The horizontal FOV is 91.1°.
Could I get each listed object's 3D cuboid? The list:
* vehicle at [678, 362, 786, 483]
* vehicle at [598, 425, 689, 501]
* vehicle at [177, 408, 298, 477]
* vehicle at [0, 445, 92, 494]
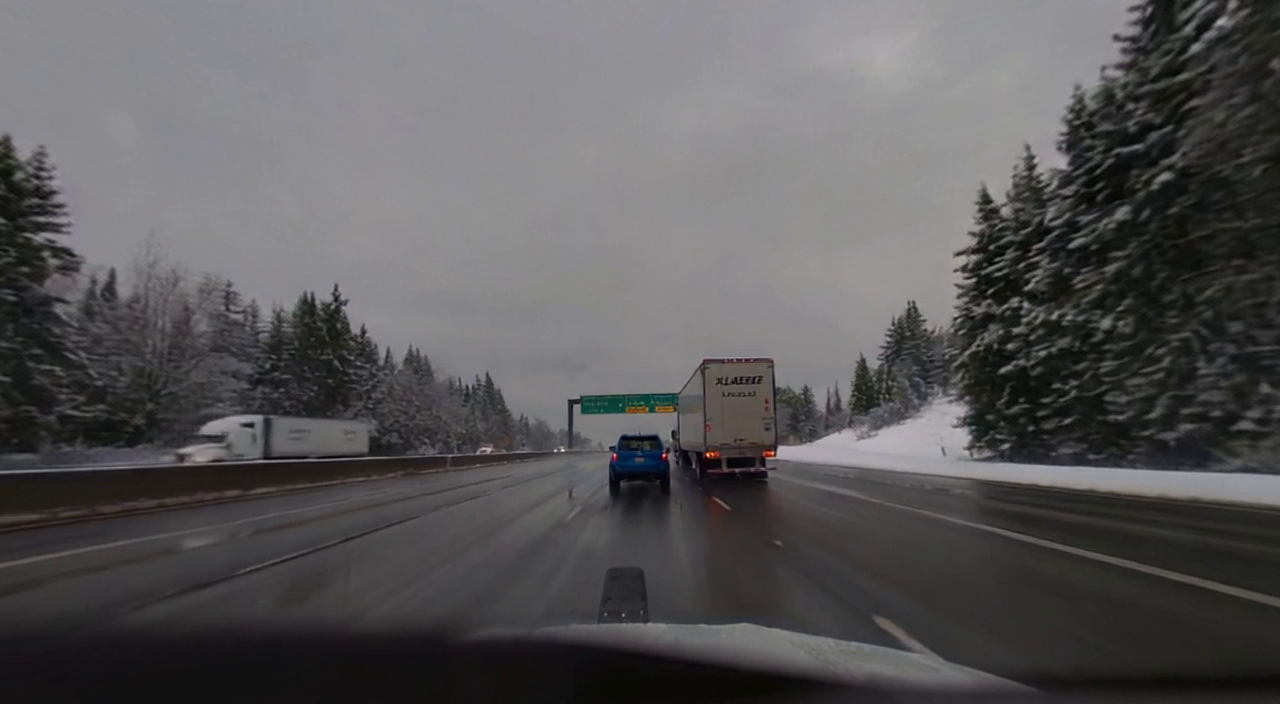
[{"bbox_3d":[3.595,3.564,29.331,2.909,4.135,15.820,0,-9,1],"label":"vehicle"},{"bbox_3d":[0.087,2.832,16.354,2.054,1.706,4.201,0,-9,0],"label":"vehicle"},{"bbox_3d":[-25.690,5.857,40.622,3.012,4.033,7.003,0,-9,0],"label":"vehicle"},{"bbox_3d":[-22.226,4.045,21.860,1.966,1.606,4.695,0,-9,1],"label":"vehicle"}]
